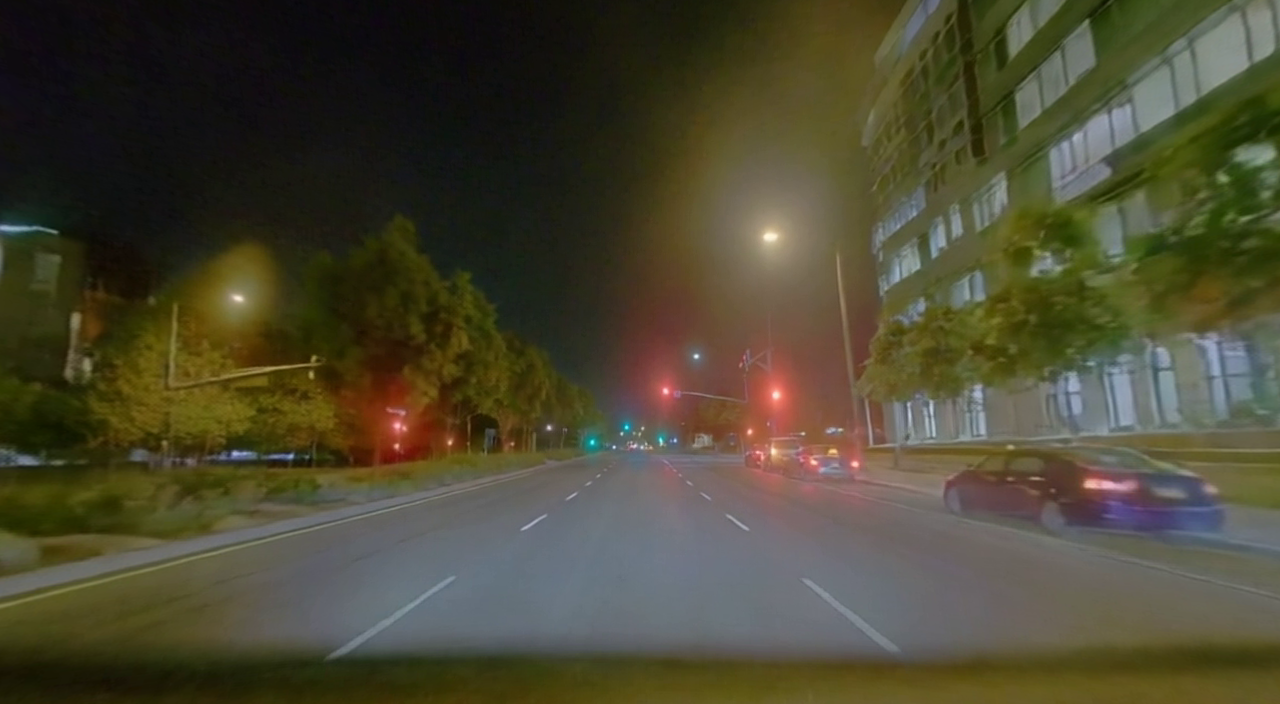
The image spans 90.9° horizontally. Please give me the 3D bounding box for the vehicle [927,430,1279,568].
[{"bbox_3d":[6.554,1.972,9.413,2.109,1.477,4.963,0,-8,-1],"label":"vehicle"}]

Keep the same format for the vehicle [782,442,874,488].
[{"bbox_3d":[6.692,4.062,23.056,1.847,1.472,4.846,0,-8,0],"label":"vehicle"}]
